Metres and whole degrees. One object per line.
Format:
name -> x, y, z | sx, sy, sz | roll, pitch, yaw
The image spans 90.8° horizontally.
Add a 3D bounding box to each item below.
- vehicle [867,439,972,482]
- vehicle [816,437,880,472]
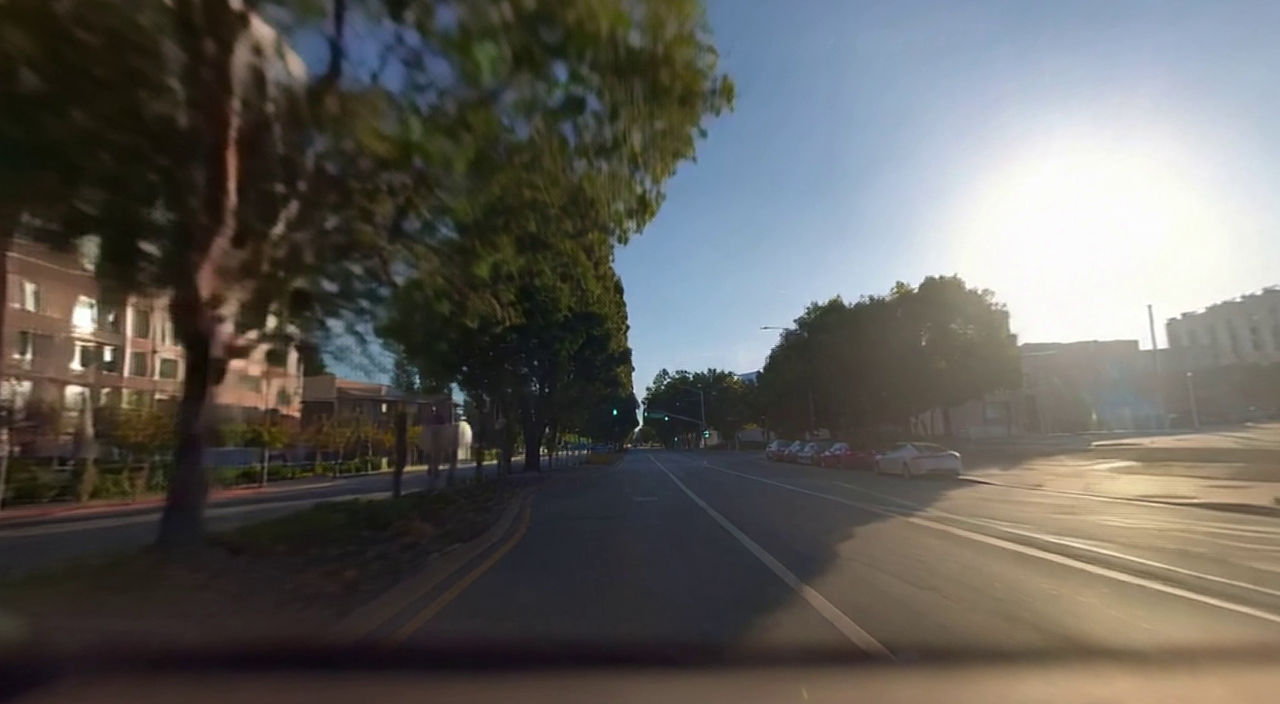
vehicle -> 10.369, 4.041, 23.877 | 1.956, 1.462, 4.306 | 0, -8, -1
vehicle -> 10.471, 5.186, 32.050 | 1.889, 1.631, 4.021 | 0, -9, 0
